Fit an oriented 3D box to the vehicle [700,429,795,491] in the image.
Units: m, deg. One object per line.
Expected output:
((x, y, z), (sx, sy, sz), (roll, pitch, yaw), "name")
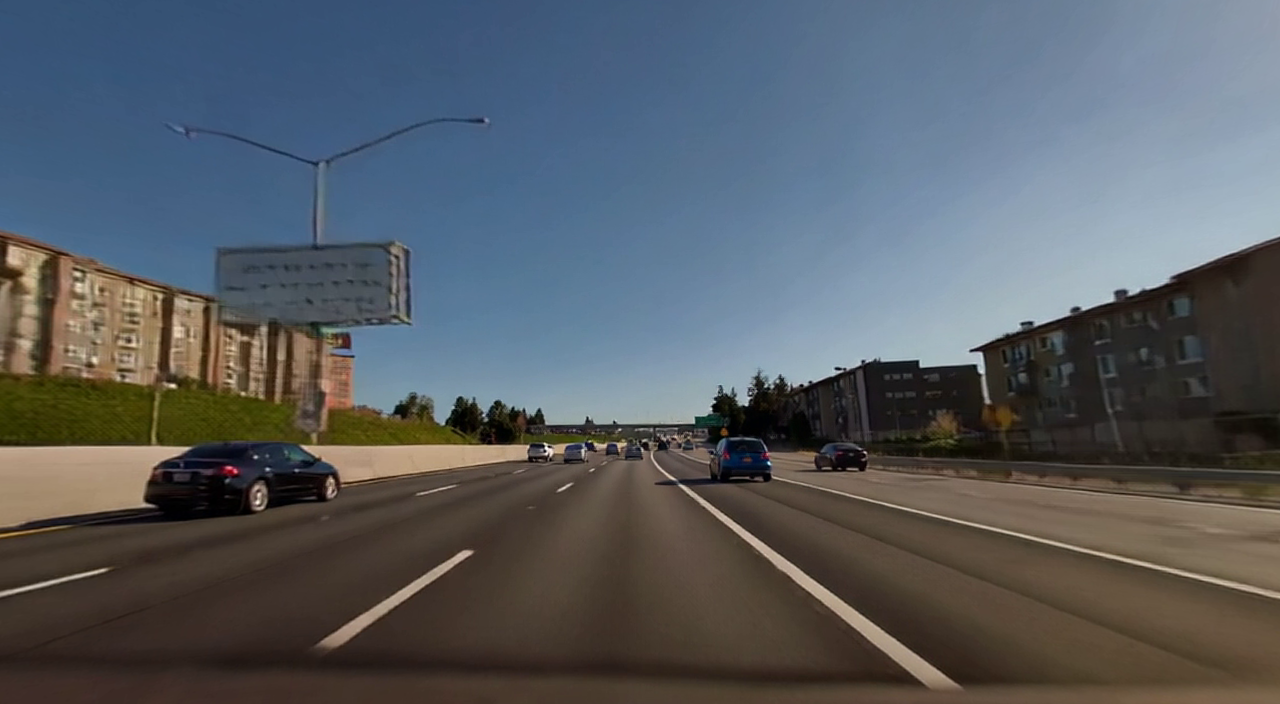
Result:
((3.187, 3.326, 19.707), (2.080, 1.694, 4.286), (0, -9, -2), "vehicle")

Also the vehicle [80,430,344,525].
((-7.896, 2.343, 12.371), (2.021, 1.496, 4.495), (0, -9, 0), "vehicle")

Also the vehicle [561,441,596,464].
((-4.216, 6.975, 43.988), (2.002, 1.466, 4.378), (0, -9, 0), "vehicle")

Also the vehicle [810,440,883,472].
((10.204, 5.179, 31.587), (2.061, 1.459, 4.273), (0, -9, -3), "vehicle")

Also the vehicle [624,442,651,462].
((-0.231, 7.726, 48.940), (1.992, 1.431, 4.055), (0, -9, -1), "vehicle")
